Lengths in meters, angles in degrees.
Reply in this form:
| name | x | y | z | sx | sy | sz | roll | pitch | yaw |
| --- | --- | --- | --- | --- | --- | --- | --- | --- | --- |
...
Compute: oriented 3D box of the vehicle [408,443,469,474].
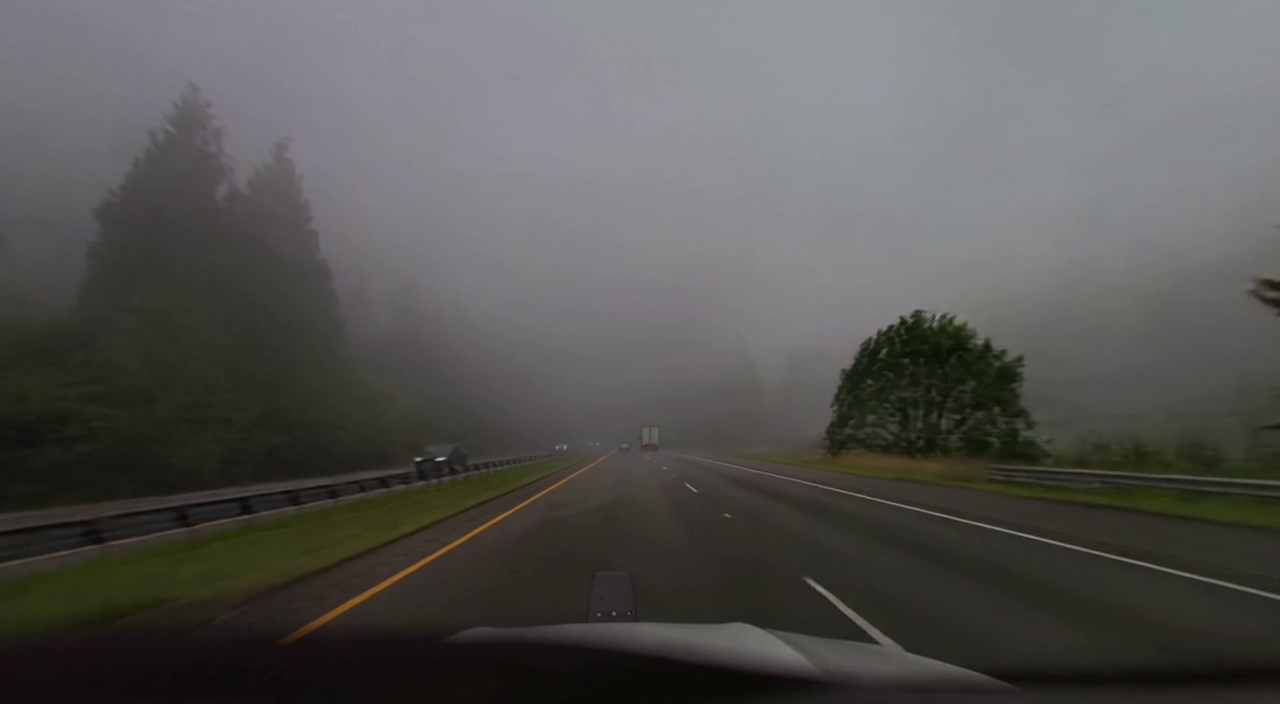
| name | x | y | z | sx | sy | sz | roll | pitch | yaw |
| --- | --- | --- | --- | --- | --- | --- | --- | --- | --- |
| vehicle | -9.833 | 5.191 | 30.946 | 1.779 | 1.397 | 3.665 | -1 | -8 | 0 |
